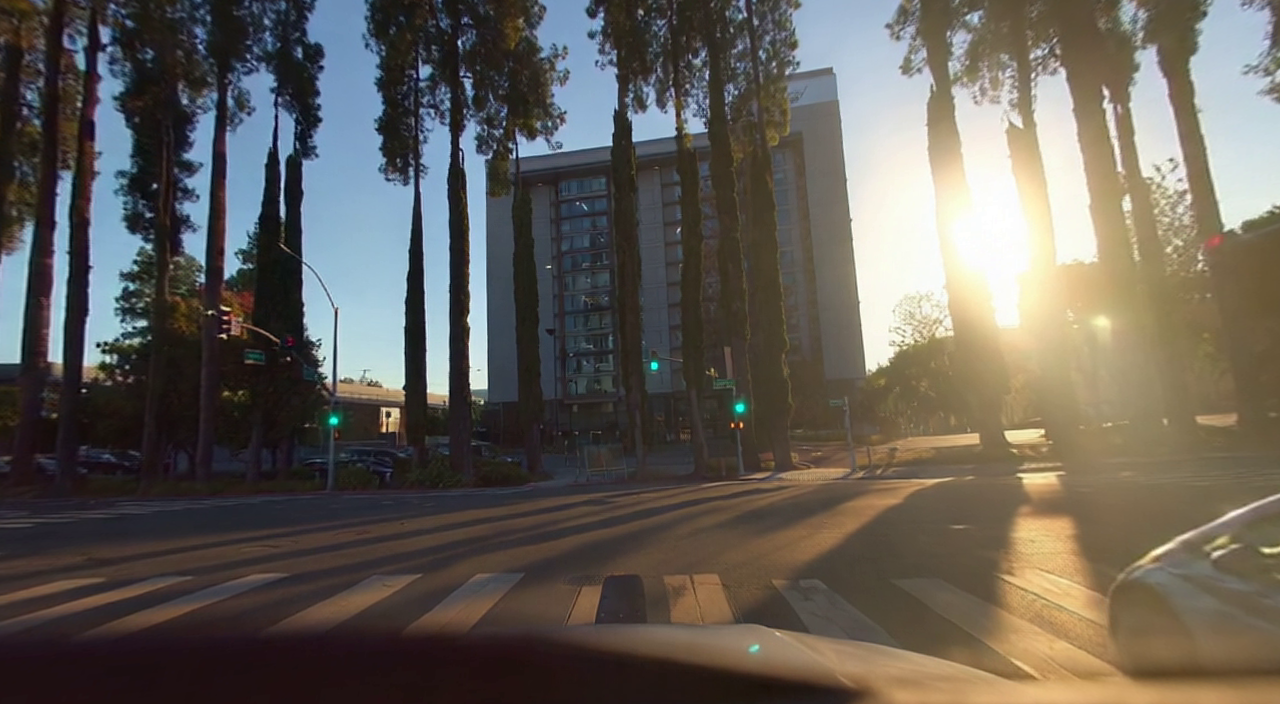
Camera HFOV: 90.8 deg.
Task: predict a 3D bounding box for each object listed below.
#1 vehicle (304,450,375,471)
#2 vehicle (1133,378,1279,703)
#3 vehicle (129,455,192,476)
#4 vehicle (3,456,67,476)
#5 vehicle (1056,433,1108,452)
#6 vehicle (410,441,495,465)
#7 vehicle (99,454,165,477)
[{"bbox_3d":[-21.874,7.890,46.122,4.207,1.508,1.875,0,-9,2],"label":"vehicle"},{"bbox_3d":[3.290,0.635,0.806,1.903,1.529,4.254,0,-9,1],"label":"vehicle"},{"bbox_3d":[-36.426,8.615,48.082,1.709,1.410,3.945,0,-9,-1],"label":"vehicle"},{"bbox_3d":[-46.232,8.720,48.361,1.627,1.392,3.330,0,-9,-1],"label":"vehicle"},{"bbox_3d":[34.843,7.159,49.894,1.649,1.463,3.507,0,-9,2],"label":"vehicle"},{"bbox_3d":[-14.746,7.965,49.864,6.021,1.868,2.172,0,-9,1],"label":"vehicle"},{"bbox_3d":[-38.863,8.667,48.420,1.934,1.507,3.869,1,-7,-3],"label":"vehicle"}]
